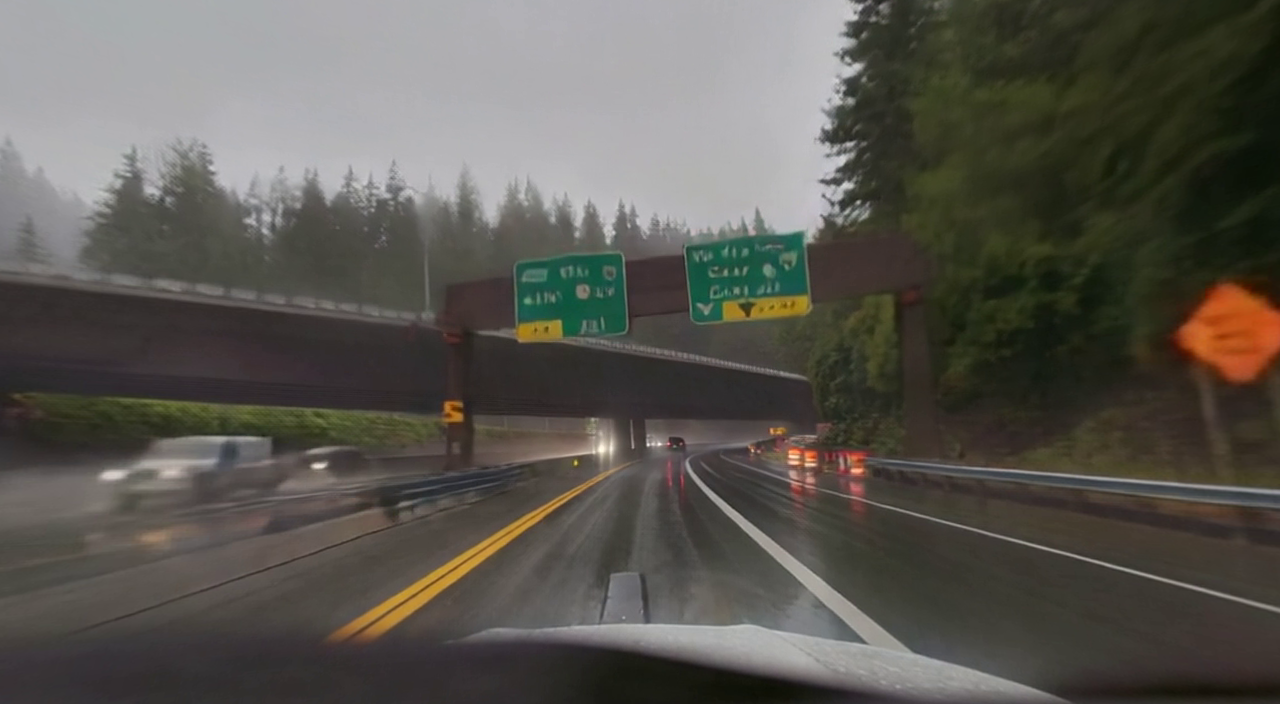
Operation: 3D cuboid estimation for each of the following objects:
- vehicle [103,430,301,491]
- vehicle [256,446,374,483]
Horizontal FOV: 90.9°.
[{"bbox_3d":[-13.963,3.492,20.732,2.324,1.720,5.521,-1,-8,3],"label":"vehicle"},{"bbox_3d":[-13.759,4.788,27.109,2.335,1.394,4.706,-1,-8,4],"label":"vehicle"}]
